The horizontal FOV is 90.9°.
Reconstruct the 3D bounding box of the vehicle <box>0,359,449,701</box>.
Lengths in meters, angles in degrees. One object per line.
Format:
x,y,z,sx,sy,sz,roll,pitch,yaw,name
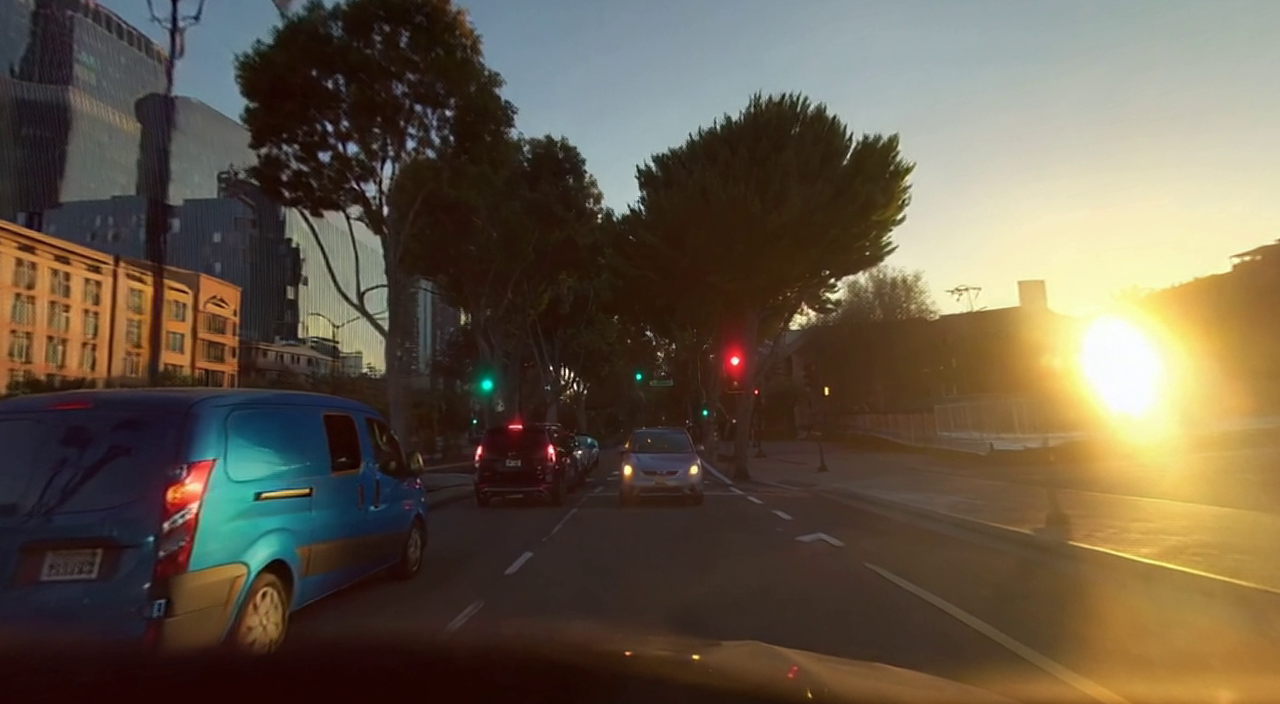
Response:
-3.132,1.170,5.164,1.940,1.722,3.823,0,-8,0,vehicle

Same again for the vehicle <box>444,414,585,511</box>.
-2.562,2.407,14.170,2.124,1.799,4.587,0,-8,1,vehicle

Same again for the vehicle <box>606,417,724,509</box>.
0.499,2.381,13.870,2.205,1.727,3.917,0,-8,1,vehicle
